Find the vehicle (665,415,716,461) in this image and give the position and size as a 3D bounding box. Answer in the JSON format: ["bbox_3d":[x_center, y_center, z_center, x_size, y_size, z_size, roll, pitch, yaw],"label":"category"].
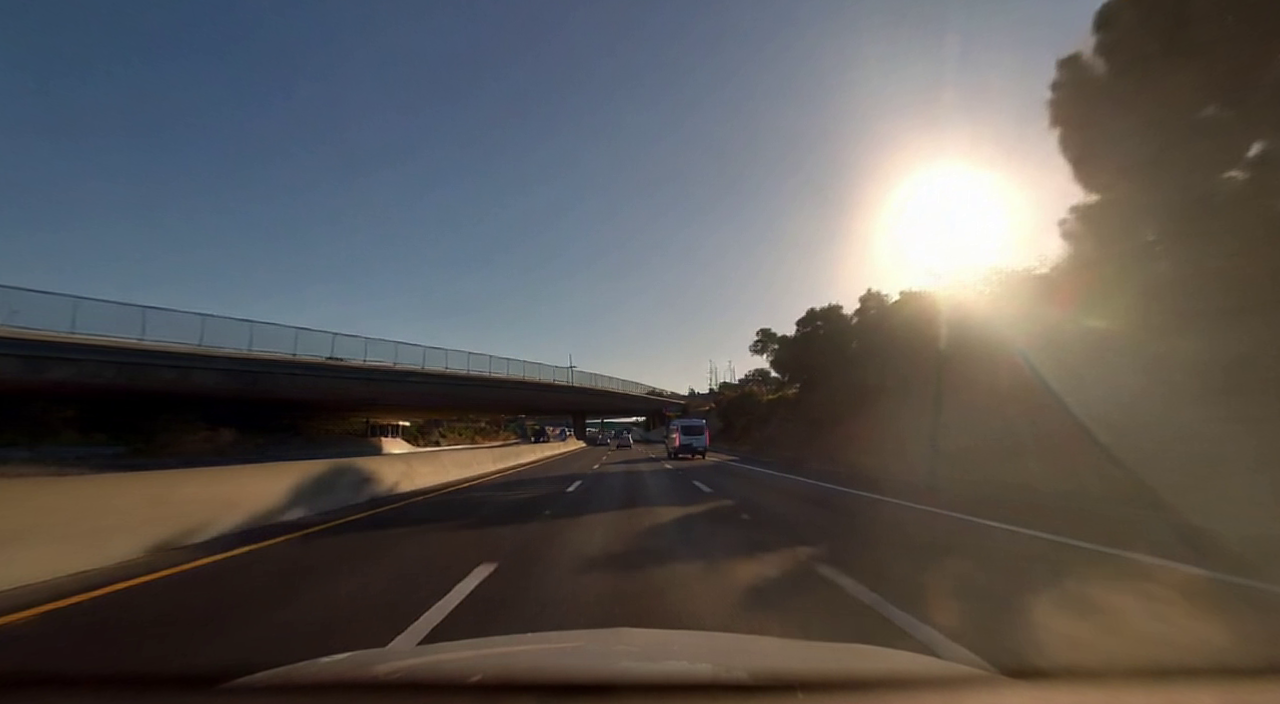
[{"bbox_3d":[3.141,5.611,40.928,2.431,2.667,6.921,0,-8,-2],"label":"vehicle"}]
